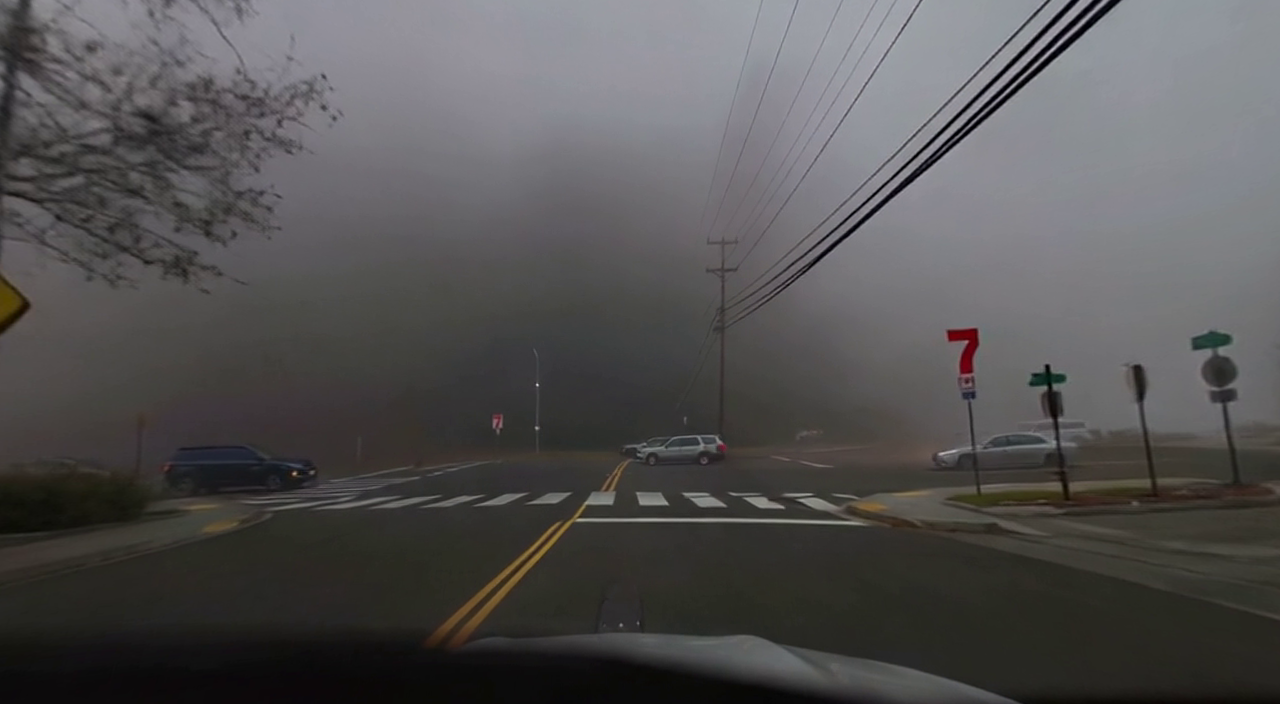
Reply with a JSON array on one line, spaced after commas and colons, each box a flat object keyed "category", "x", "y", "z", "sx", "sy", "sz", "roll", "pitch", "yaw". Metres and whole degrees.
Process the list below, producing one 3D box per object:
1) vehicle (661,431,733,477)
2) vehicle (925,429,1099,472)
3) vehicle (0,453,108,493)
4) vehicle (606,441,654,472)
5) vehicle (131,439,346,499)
[{"category": "vehicle", "x": 2.455, "y": 4.643, "z": 28.993, "sx": 2.553, "sy": 1.868, "sz": 5.536, "roll": 0, "pitch": -9, "yaw": -2}, {"category": "vehicle", "x": 13.037, "y": 3.485, "z": 22.396, "sx": 4.872, "sy": 1.400, "sz": 1.955, "roll": -1, "pitch": -9, "yaw": 3}, {"category": "vehicle", "x": -29.241, "y": 5.924, "z": 31.225, "sx": 2.085, "sy": 1.763, "sz": 4.658, "roll": 1, "pitch": -9, "yaw": -6}, {"category": "vehicle", "x": -0.569, "y": 5.200, "z": 31.575, "sx": 1.874, "sy": 1.427, "sz": 3.976, "roll": 1, "pitch": -9, "yaw": -8}, {"category": "vehicle", "x": -13.826, "y": 4.052, "z": 22.147, "sx": 5.866, "sy": 1.904, "sz": 2.197, "roll": 1, "pitch": -9, "yaw": -6}]
